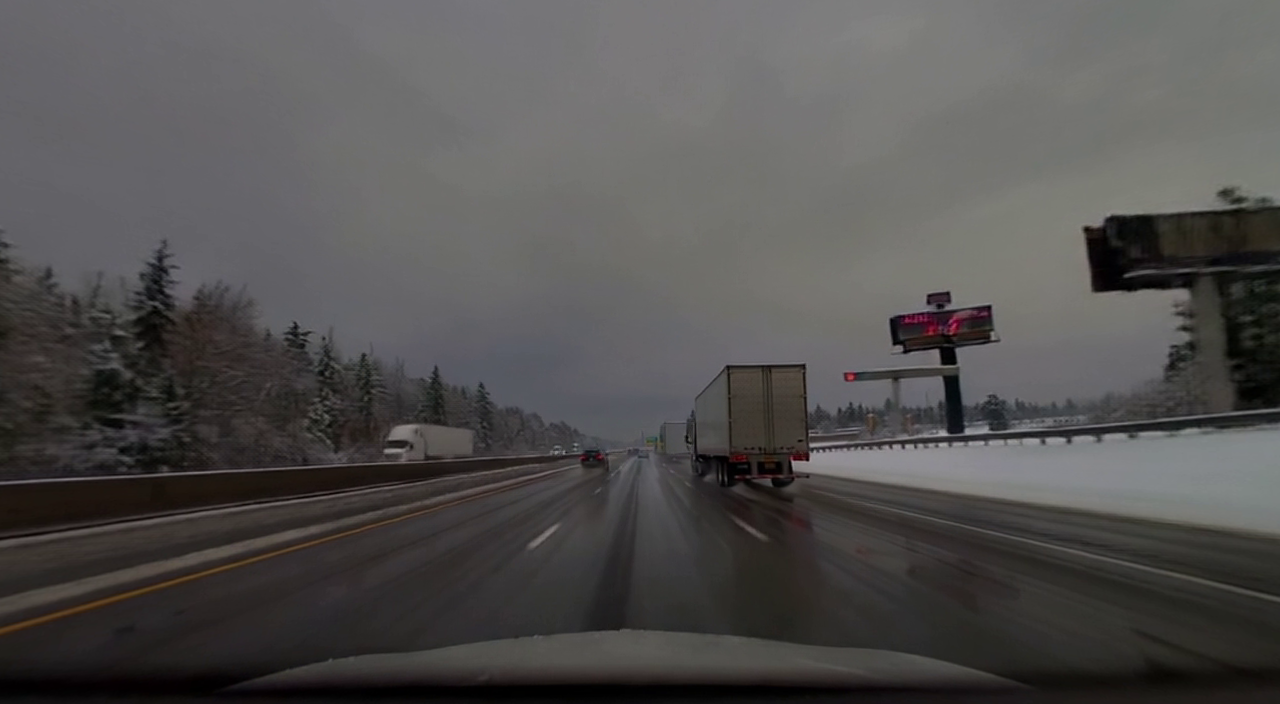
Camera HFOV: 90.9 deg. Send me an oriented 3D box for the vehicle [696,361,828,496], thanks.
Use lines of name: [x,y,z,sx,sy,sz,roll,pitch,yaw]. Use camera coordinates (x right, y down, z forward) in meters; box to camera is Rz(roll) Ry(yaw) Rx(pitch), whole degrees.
vehicle: [4.473,3.491,27.072,2.826,4.269,14.176,0,-9,0]

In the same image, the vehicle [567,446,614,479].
vehicle: [-2.862,6.494,37.403,2.291,1.788,4.825,0,-9,1]
